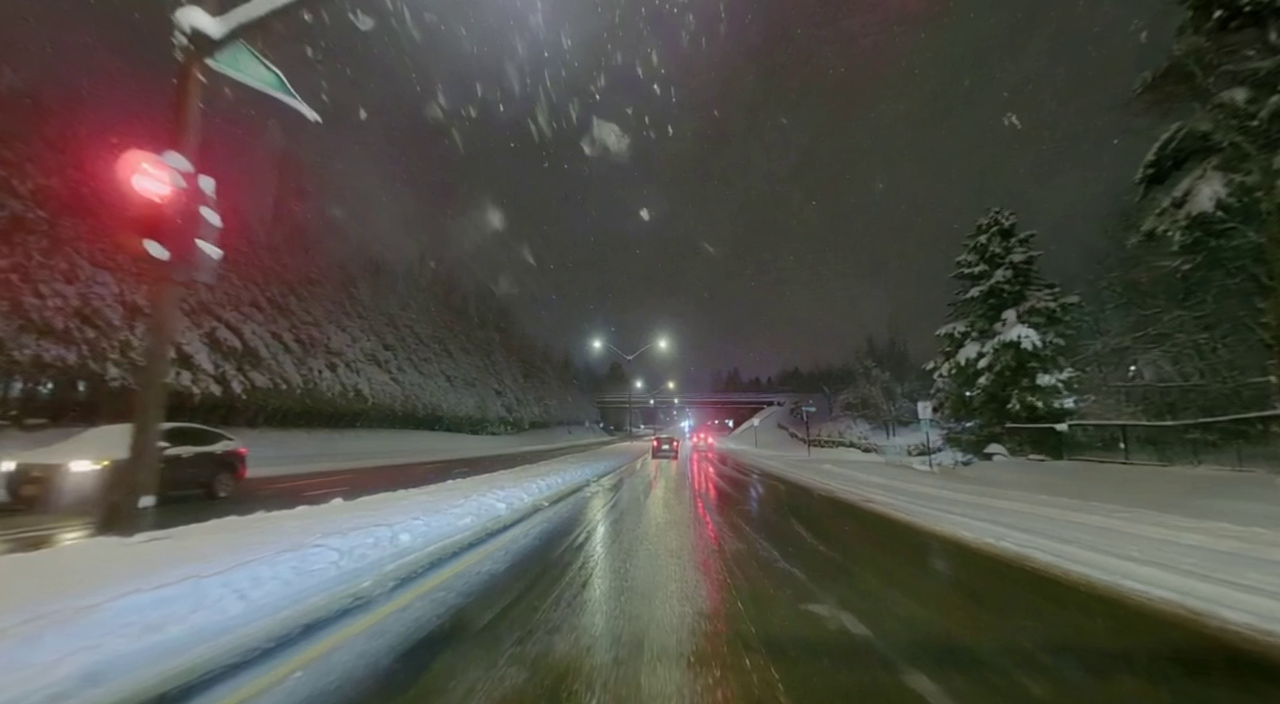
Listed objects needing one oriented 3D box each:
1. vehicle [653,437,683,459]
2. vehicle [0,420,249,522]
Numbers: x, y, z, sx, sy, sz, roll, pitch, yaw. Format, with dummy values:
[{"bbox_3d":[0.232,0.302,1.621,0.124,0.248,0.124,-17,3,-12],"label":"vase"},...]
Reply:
[{"bbox_3d":[1.977,6.733,44.275,2.039,1.462,4.203,0,-9,3],"label":"vehicle"},{"bbox_3d":[-10.762,2.366,13.029,2.133,1.696,4.586,-1,-9,5],"label":"vehicle"}]
